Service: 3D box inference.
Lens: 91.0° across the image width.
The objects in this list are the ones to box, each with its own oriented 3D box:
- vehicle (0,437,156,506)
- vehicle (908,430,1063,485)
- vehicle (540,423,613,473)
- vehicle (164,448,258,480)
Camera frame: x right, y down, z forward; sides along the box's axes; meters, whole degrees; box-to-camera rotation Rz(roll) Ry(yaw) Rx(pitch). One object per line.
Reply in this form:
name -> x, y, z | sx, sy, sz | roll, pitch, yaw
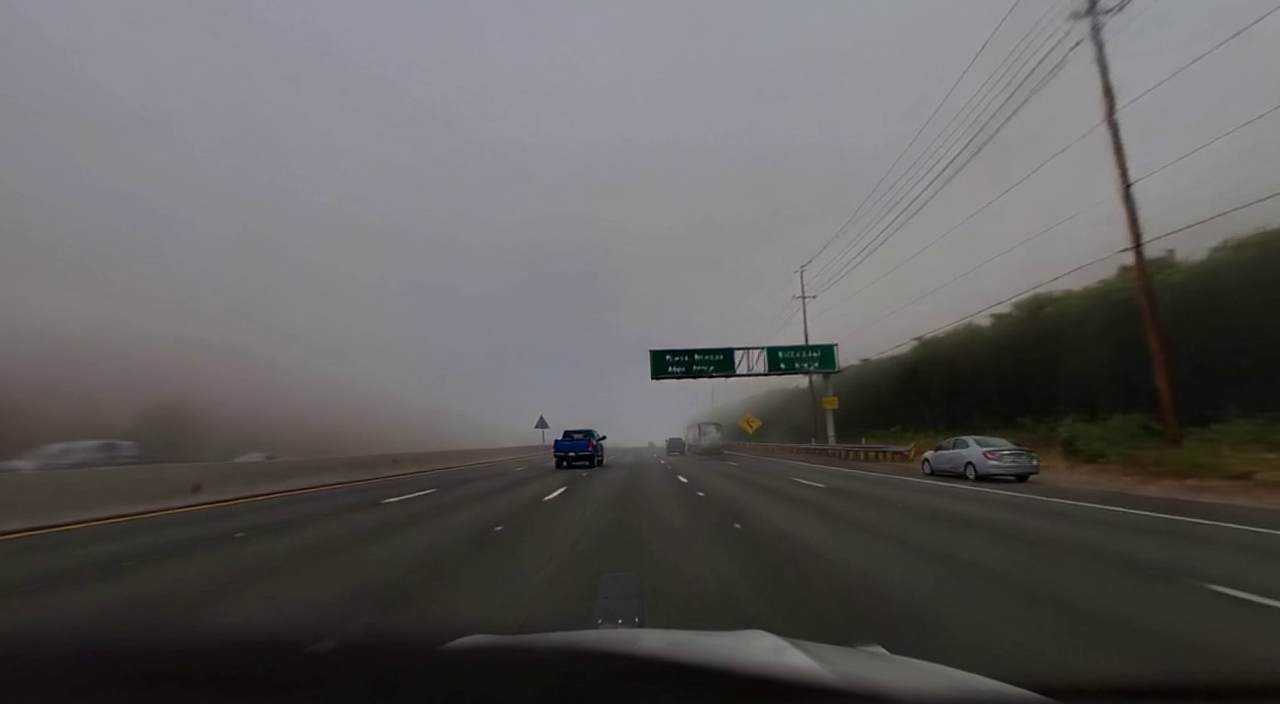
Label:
vehicle -> -17.888, 3.507, 19.012 | 2.245, 1.774, 5.296 | 0, -8, 1
vehicle -> 10.344, 3.187, 19.381 | 2.076, 1.470, 4.644 | 0, -8, -1
vehicle -> -2.721, 4.391, 28.848 | 2.508, 2.023, 6.176 | 0, -8, 2
vehicle -> -23.839, 6.209, 35.239 | 1.997, 1.671, 4.543 | 0, -8, 1
